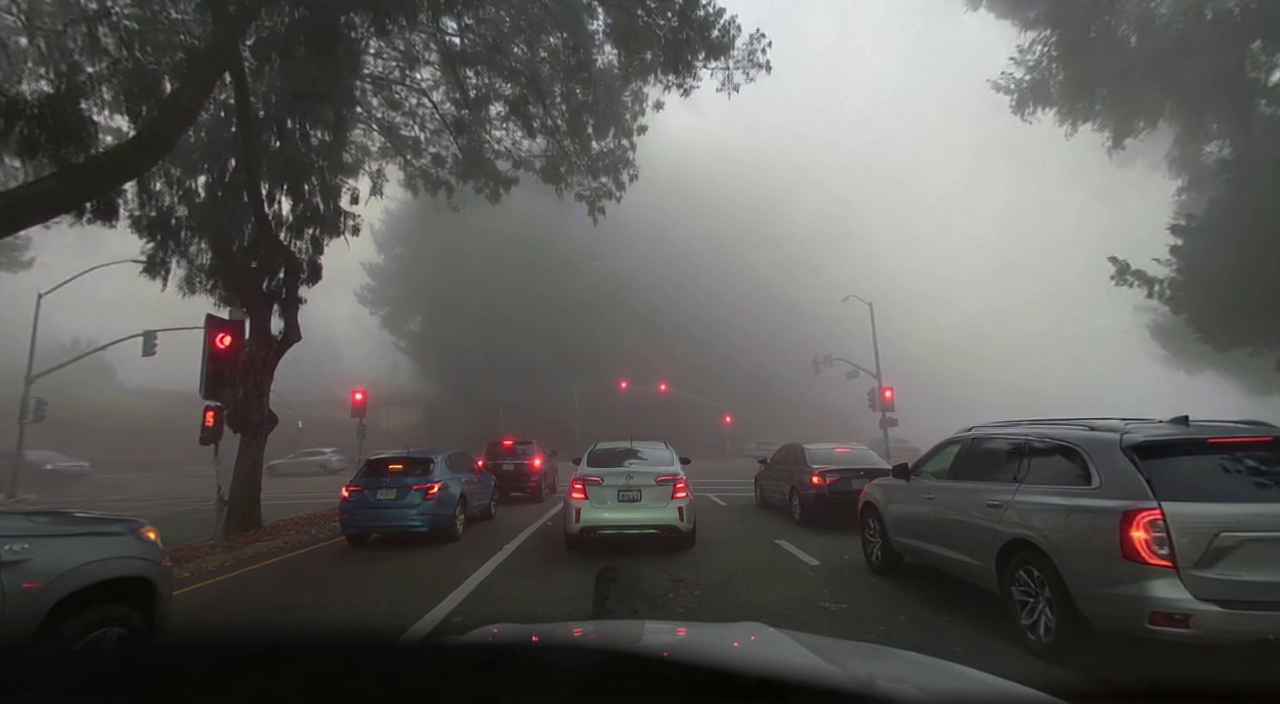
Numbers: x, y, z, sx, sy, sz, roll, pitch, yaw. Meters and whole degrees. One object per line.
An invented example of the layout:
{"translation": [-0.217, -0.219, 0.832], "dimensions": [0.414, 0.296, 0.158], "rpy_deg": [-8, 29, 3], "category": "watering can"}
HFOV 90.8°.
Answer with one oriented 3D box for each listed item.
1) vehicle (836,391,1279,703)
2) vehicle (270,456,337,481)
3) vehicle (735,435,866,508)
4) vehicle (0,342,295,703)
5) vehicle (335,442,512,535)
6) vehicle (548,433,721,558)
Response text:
{"translation": [3.393, 1.306, 5.421], "dimensions": [1.933, 1.564, 4.600], "rpy_deg": [0, -8, 0], "category": "vehicle"}
{"translation": [-22.503, 7.752, 42.208], "dimensions": [4.368, 1.469, 1.761], "rpy_deg": [-5, -9, 28], "category": "vehicle"}
{"translation": [3.642, 2.781, 15.250], "dimensions": [1.922, 1.472, 4.440], "rpy_deg": [0, -8, -1], "category": "vehicle"}
{"translation": [-3.655, 0.843, 2.536], "dimensions": [2.047, 1.764, 4.369], "rpy_deg": [0, -8, 0], "category": "vehicle"}
{"translation": [-3.912, 2.501, 12.333], "dimensions": [1.919, 1.459, 4.371], "rpy_deg": [0, -8, 0], "category": "vehicle"}
{"translation": [-0.076, 2.006, 9.586], "dimensions": [2.061, 1.470, 3.970], "rpy_deg": [0, -8, 0], "category": "vehicle"}
